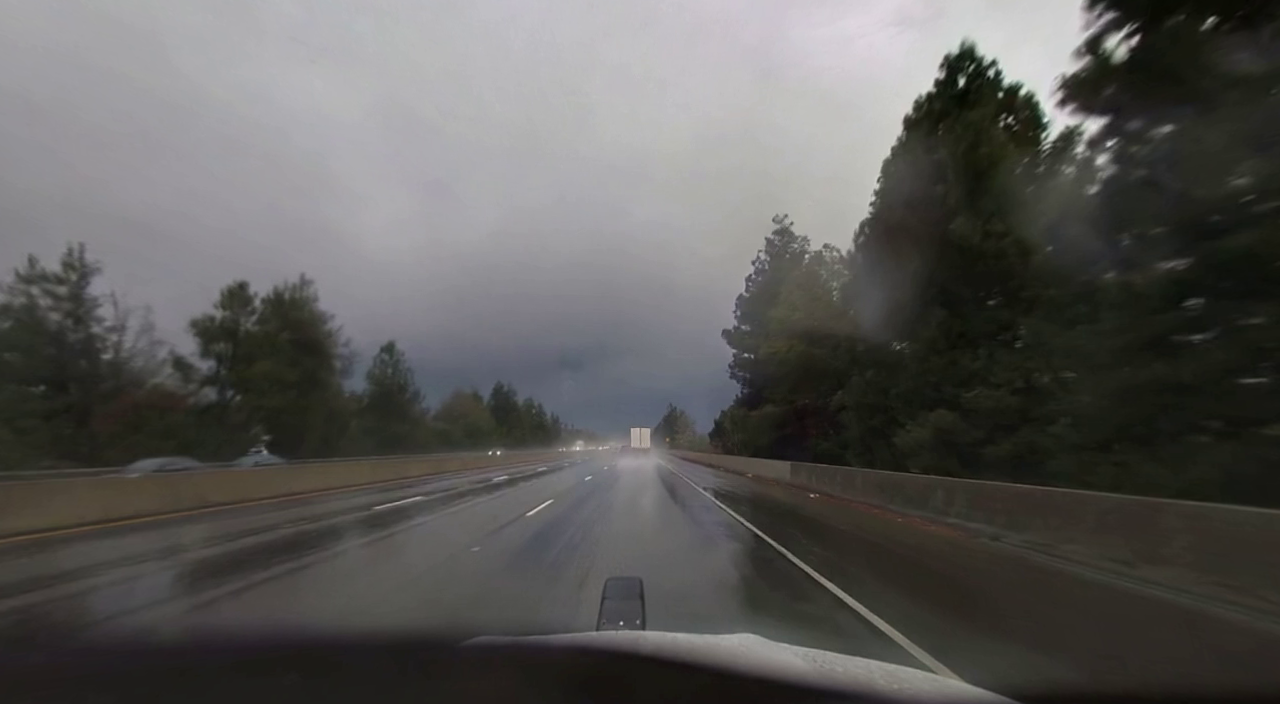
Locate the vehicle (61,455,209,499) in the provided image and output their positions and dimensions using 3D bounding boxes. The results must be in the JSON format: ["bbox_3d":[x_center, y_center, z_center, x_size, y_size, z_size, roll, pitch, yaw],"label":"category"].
[{"bbox_3d":[-19.265,4.753,24.412,1.831,1.493,4.682,0,-9,0],"label":"vehicle"}]

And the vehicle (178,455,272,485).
[{"bbox_3d":[-23.852,6.784,36.527,2.255,1.555,4.759,0,-9,0],"label":"vehicle"}]
